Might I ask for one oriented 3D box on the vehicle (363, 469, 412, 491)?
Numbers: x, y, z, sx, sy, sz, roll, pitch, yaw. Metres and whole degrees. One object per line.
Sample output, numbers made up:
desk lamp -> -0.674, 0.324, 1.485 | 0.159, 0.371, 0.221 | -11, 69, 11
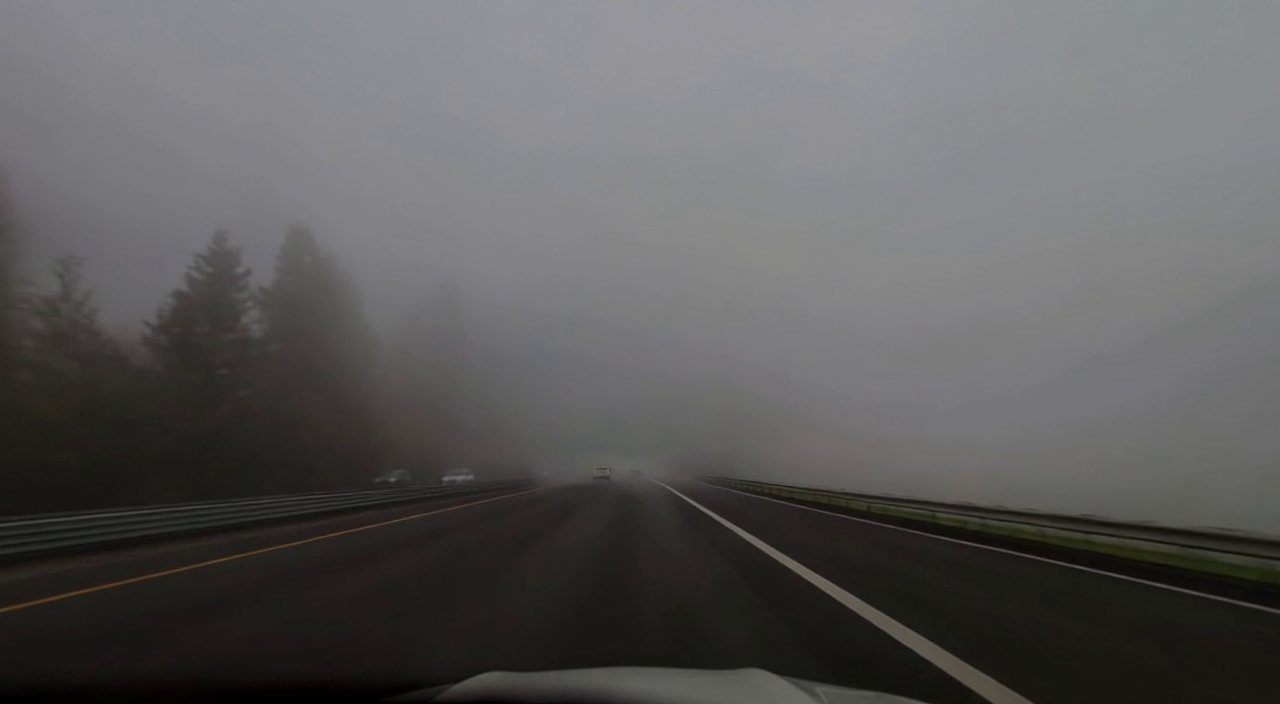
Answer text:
vehicle -> -17.408, 8.822, 43.627 | 1.750, 1.441, 3.702 | 1, -10, 1
